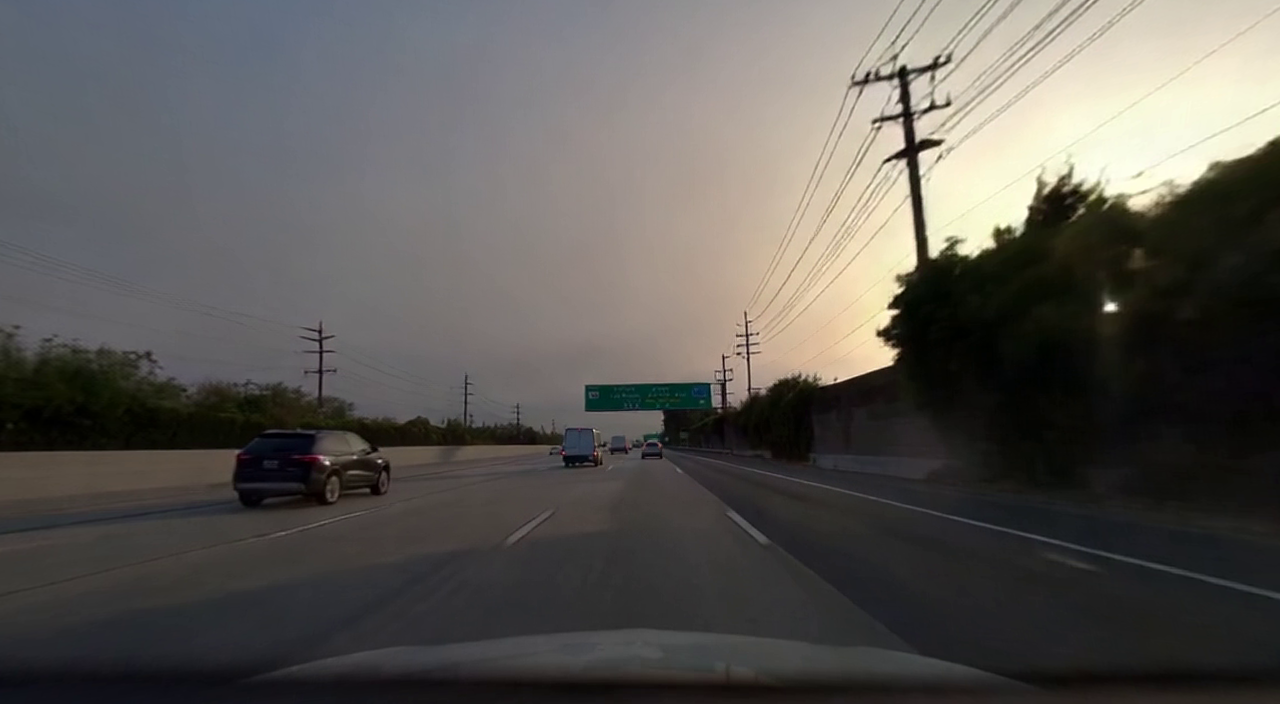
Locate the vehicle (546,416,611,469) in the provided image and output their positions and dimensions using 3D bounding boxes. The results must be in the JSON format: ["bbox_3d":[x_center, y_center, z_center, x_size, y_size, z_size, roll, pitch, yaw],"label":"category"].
[{"bbox_3d":[-3.549,5.647,39.020,2.915,2.885,9.394,0,-9,1],"label":"vehicle"}]

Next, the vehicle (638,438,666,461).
[{"bbox_3d":[0.957,7.400,47.696,2.038,1.677,4.219,0,-9,2],"label":"vehicle"}]

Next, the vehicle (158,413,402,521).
[{"bbox_3d":[-7.410,2.442,13.895,2.192,1.893,5.330,0,-9,0],"label":"vehicle"}]
